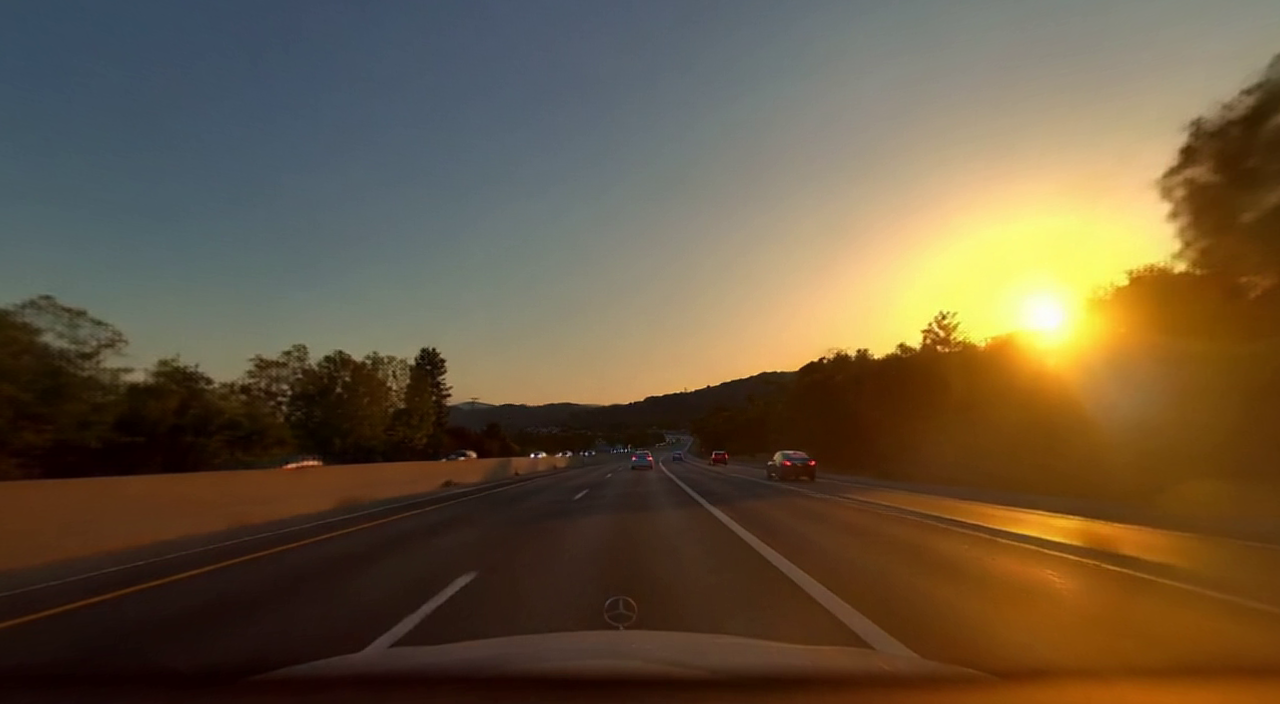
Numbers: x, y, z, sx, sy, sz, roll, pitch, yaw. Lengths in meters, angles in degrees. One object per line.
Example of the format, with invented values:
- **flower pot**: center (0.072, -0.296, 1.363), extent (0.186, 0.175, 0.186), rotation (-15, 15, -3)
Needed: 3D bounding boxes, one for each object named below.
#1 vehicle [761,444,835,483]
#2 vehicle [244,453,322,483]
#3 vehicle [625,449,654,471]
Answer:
- **vehicle**: center (6.897, 4.921, 27.856), extent (2.008, 1.533, 4.592), rotation (0, -9, -1)
- **vehicle**: center (-19.343, 6.259, 34.166), extent (1.819, 1.504, 4.036), rotation (-1, -9, 1)
- **vehicle**: center (-0.041, 7.745, 45.113), extent (2.025, 1.526, 4.181), rotation (-1, -9, 0)
